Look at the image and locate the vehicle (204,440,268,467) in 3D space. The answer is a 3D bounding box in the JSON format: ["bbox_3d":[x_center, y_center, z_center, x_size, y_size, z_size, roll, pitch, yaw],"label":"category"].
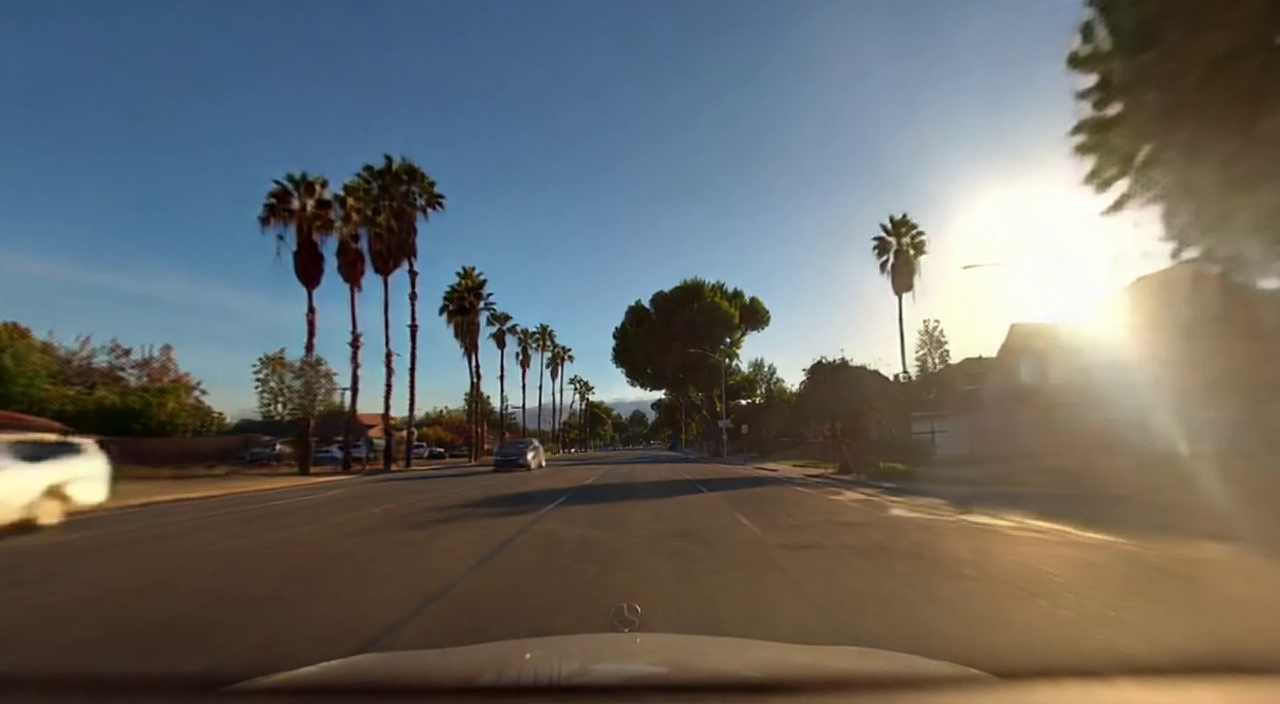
[{"bbox_3d":[-29.081,7.287,45.399,4.687,1.649,1.993,-7,-5,31],"label":"vehicle"}]

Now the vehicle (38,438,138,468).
[{"bbox_3d":[-39.221,7.171,45.053,4.768,1.945,2.386,3,-8,-26],"label":"vehicle"}]

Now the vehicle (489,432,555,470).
[{"bbox_3d":[-6.073,5.161,33.310,2.139,1.794,5.925,0,-8,2],"label":"vehicle"}]
